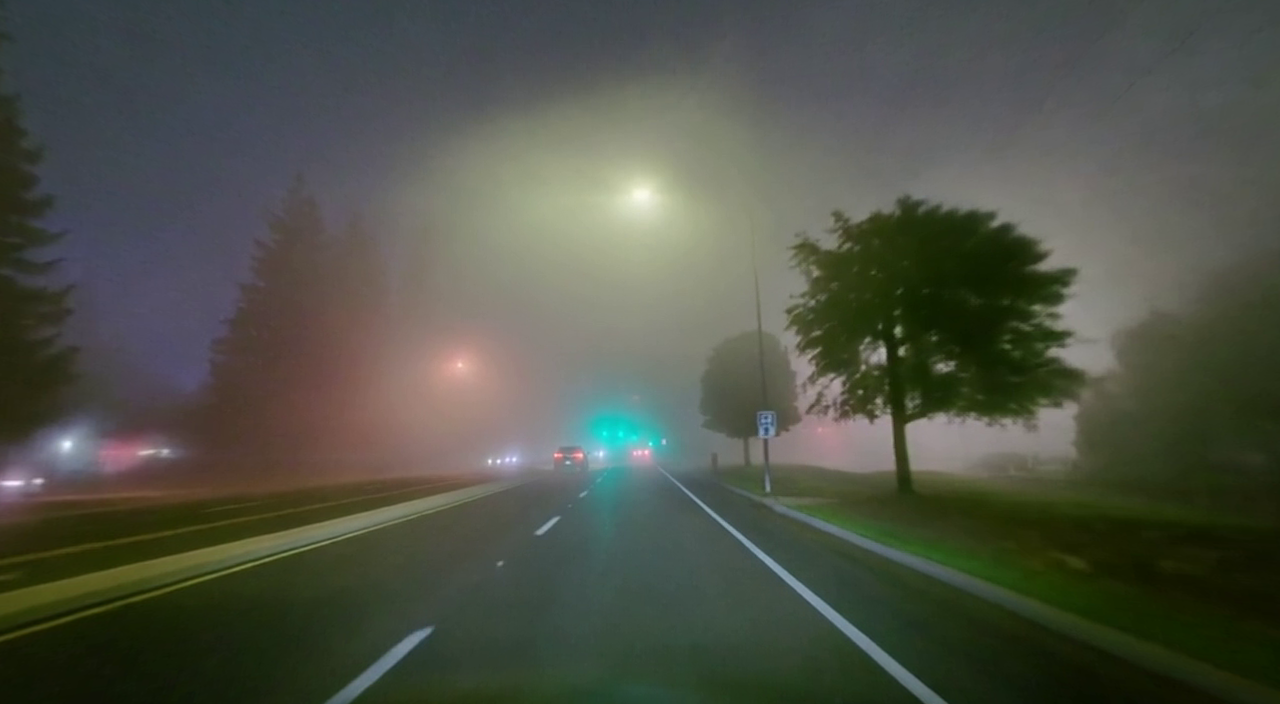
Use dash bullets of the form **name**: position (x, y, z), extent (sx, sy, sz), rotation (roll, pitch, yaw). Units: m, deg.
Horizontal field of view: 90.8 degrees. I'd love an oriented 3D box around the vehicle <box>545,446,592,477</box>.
- **vehicle**: position (-3.670, 5.699, 33.155), extent (1.992, 1.447, 4.044), rotation (0, -8, 0)
